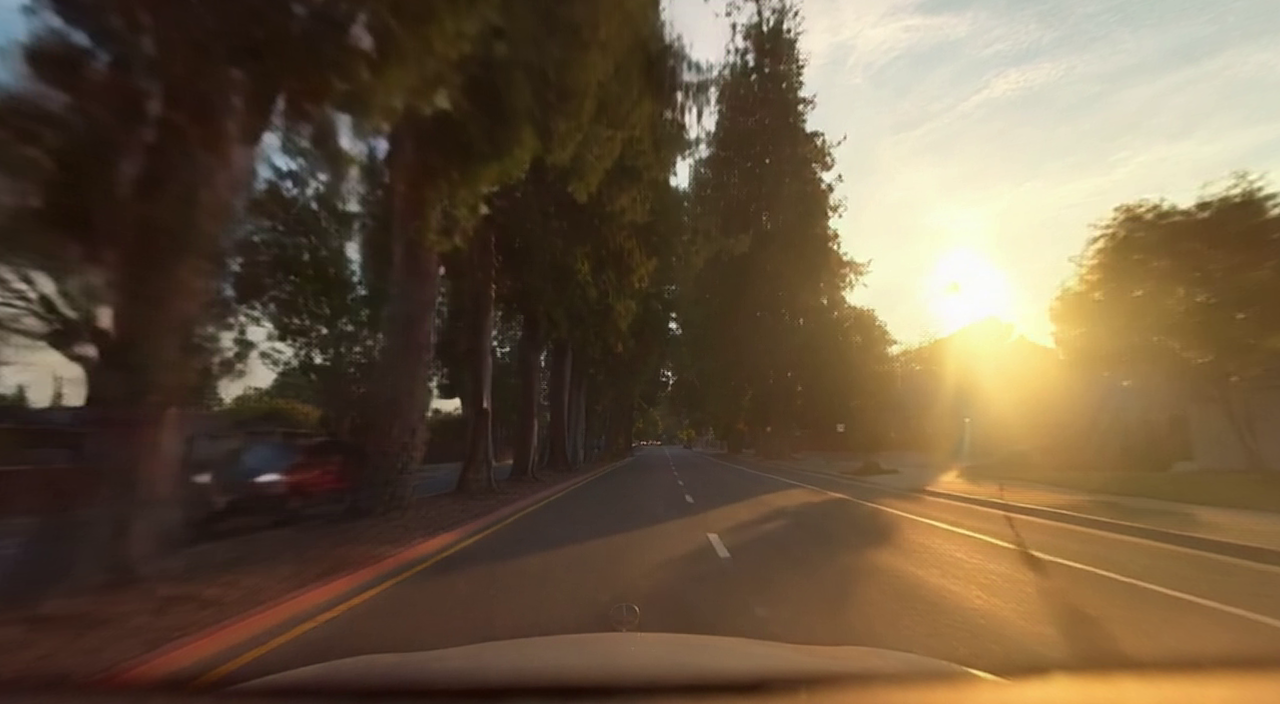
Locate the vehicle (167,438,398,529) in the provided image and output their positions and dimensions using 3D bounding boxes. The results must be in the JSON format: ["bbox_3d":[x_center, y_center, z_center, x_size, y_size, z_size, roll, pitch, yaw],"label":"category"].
[{"bbox_3d":[-7.228,2.668,13.504,2.000,1.570,4.808,-1,-8,2],"label":"vehicle"}]
